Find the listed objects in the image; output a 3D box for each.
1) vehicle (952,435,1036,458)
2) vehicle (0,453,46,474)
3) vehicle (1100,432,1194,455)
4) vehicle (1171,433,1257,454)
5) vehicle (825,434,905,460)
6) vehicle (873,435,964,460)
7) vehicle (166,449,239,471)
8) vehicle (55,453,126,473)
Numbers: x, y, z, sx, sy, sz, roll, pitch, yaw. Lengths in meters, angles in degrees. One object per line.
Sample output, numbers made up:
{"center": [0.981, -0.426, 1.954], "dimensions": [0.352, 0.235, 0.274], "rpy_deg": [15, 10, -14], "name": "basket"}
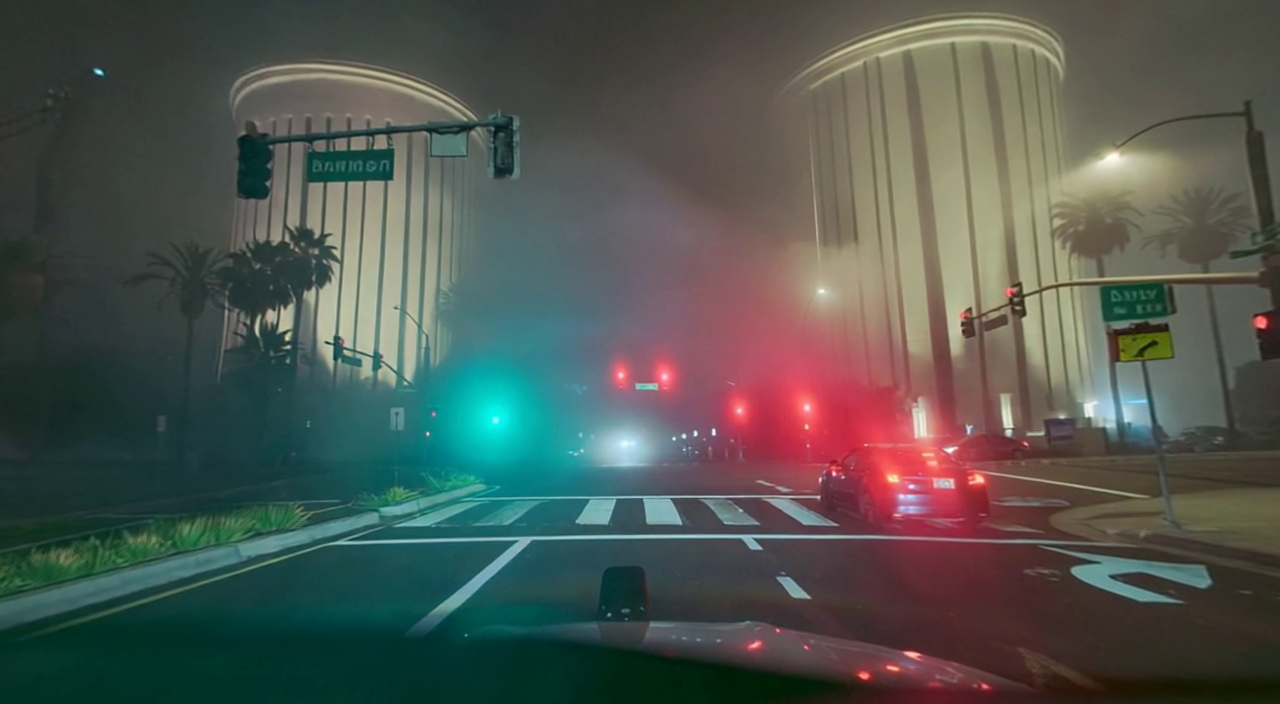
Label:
{"center": [23.506, 6.292, 41.952], "dimensions": [4.423, 1.465, 1.798], "rpy_deg": [0, -8, 0], "name": "vehicle"}
{"center": [-48.061, 8.490, 48.070], "dimensions": [3.786, 1.555, 1.702], "rpy_deg": [0, -8, 2], "name": "vehicle"}
{"center": [33.361, 6.023, 41.549], "dimensions": [4.567, 1.458, 1.791], "rpy_deg": [0, -8, 0], "name": "vehicle"}
{"center": [42.097, 6.733, 46.263], "dimensions": [4.437, 1.469, 1.811], "rpy_deg": [0, -8, 0], "name": "vehicle"}
{"center": [14.999, 6.382, 42.193], "dimensions": [4.648, 1.665, 1.910], "rpy_deg": [0, -8, -1], "name": "vehicle"}
{"center": [16.907, 5.797, 38.441], "dimensions": [4.684, 1.461, 1.777], "rpy_deg": [0, -8, -1], "name": "vehicle"}
{"center": [-33.244, 8.194, 47.938], "dimensions": [4.136, 1.661, 1.857], "rpy_deg": [0, -8, 0], "name": "vehicle"}
{"center": [-41.748, 8.416, 47.948], "dimensions": [3.698, 1.467, 1.779], "rpy_deg": [0, -8, 0], "name": "vehicle"}
